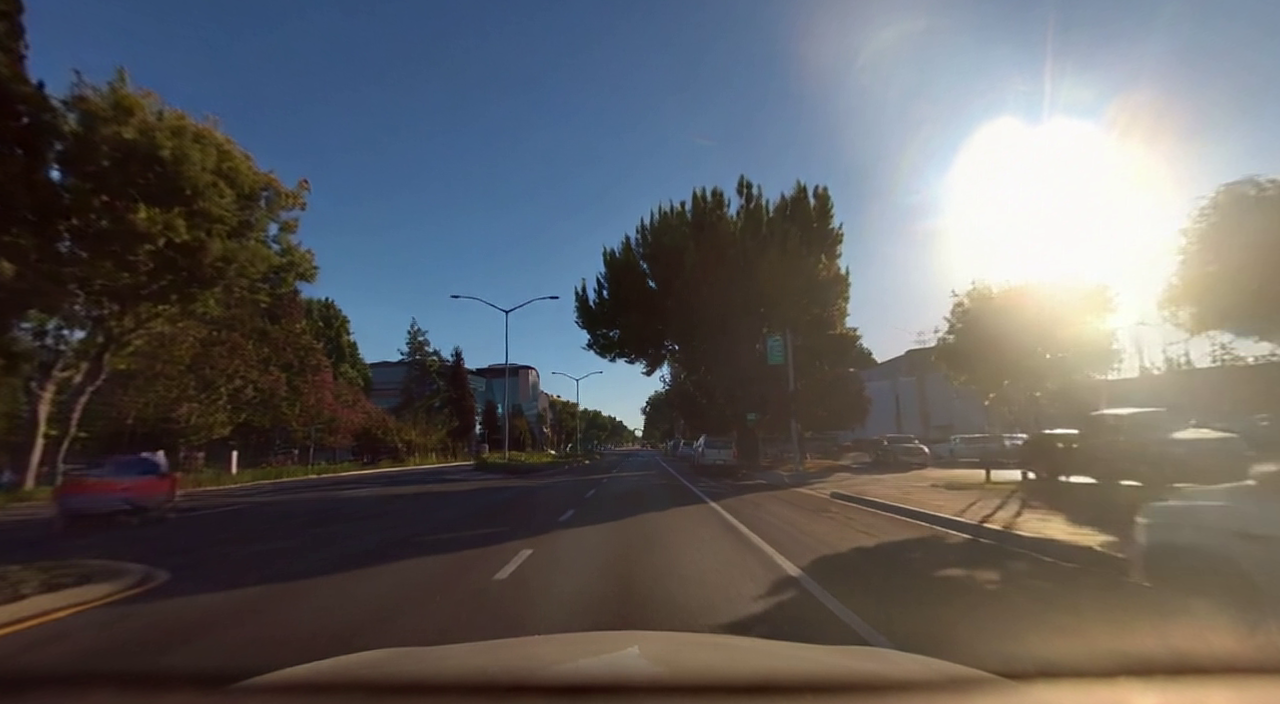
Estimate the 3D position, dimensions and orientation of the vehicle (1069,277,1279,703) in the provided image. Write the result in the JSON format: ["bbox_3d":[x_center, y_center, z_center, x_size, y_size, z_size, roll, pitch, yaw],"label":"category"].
[{"bbox_3d":[3.739,0.424,0.696,2.493,1.896,5.433,0,-8,-3],"label":"vehicle"}]

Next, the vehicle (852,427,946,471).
[{"bbox_3d":[11.410,4.314,28.206,2.220,1.798,4.427,0,-8,-1],"label":"vehicle"}]

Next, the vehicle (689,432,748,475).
[{"bbox_3d":[3.641,4.810,30.044,2.144,1.848,4.159,0,-8,-1],"label":"vehicle"}]

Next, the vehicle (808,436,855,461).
[{"bbox_3d":[14.339,7.260,47.502,2.227,1.720,4.959,1,-8,3],"label":"vehicle"}]
